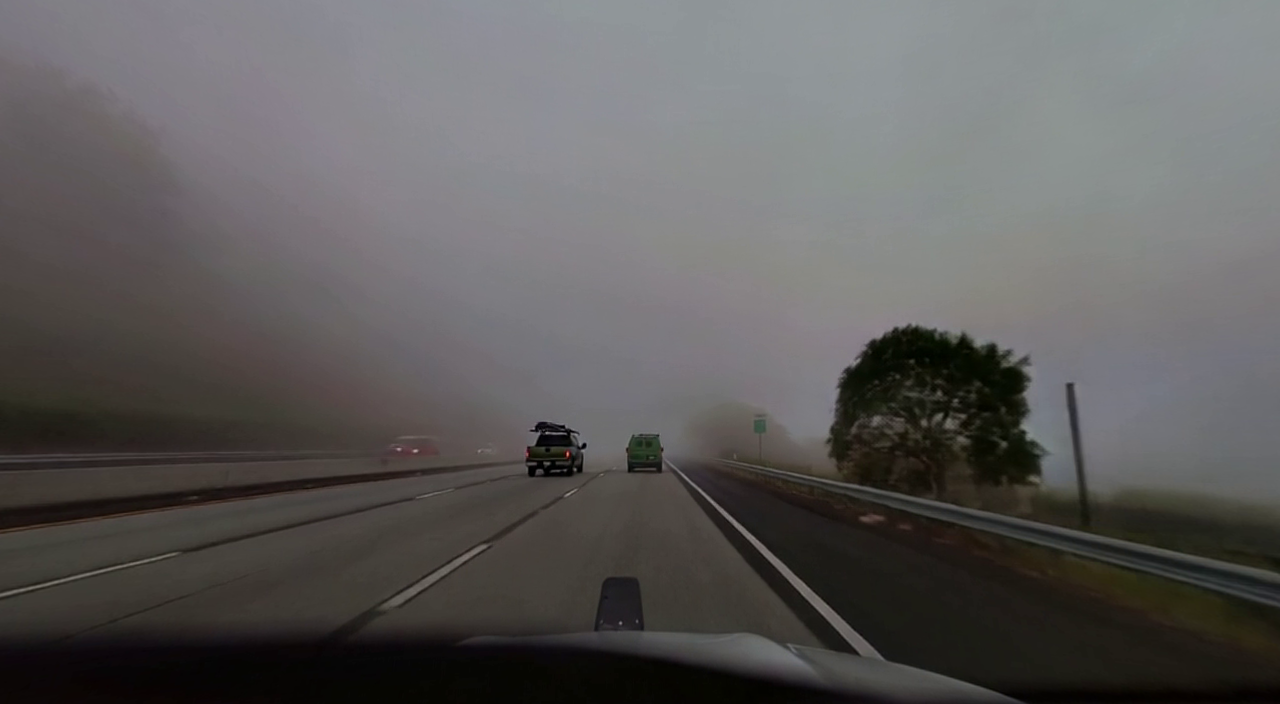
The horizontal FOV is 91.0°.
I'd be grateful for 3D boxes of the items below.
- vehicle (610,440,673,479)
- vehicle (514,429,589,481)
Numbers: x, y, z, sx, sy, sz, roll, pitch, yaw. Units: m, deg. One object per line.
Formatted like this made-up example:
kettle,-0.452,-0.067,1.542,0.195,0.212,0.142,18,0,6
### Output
vehicle,0.165,5.032,29.785,2.715,1.669,5.163,0,-9,2
vehicle,-3.548,4.278,26.385,2.250,1.947,4.860,0,-9,2
